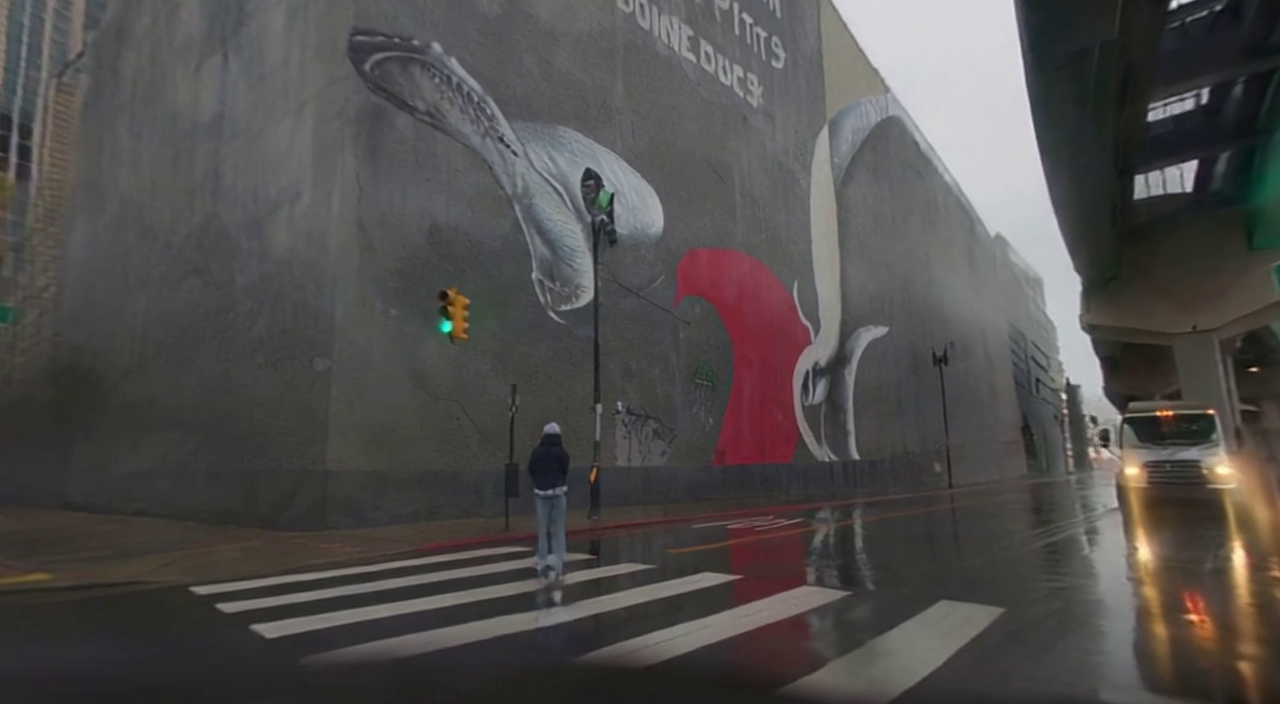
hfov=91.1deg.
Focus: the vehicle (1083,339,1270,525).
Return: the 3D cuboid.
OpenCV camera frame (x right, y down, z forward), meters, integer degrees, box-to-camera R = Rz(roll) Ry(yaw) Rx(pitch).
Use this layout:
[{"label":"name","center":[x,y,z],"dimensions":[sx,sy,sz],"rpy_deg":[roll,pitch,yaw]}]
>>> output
[{"label":"vehicle","center":[15.212,2.276,17.543],"dimensions":[2.849,3.893,9.347],"rpy_deg":[-8,-12,43]}]
